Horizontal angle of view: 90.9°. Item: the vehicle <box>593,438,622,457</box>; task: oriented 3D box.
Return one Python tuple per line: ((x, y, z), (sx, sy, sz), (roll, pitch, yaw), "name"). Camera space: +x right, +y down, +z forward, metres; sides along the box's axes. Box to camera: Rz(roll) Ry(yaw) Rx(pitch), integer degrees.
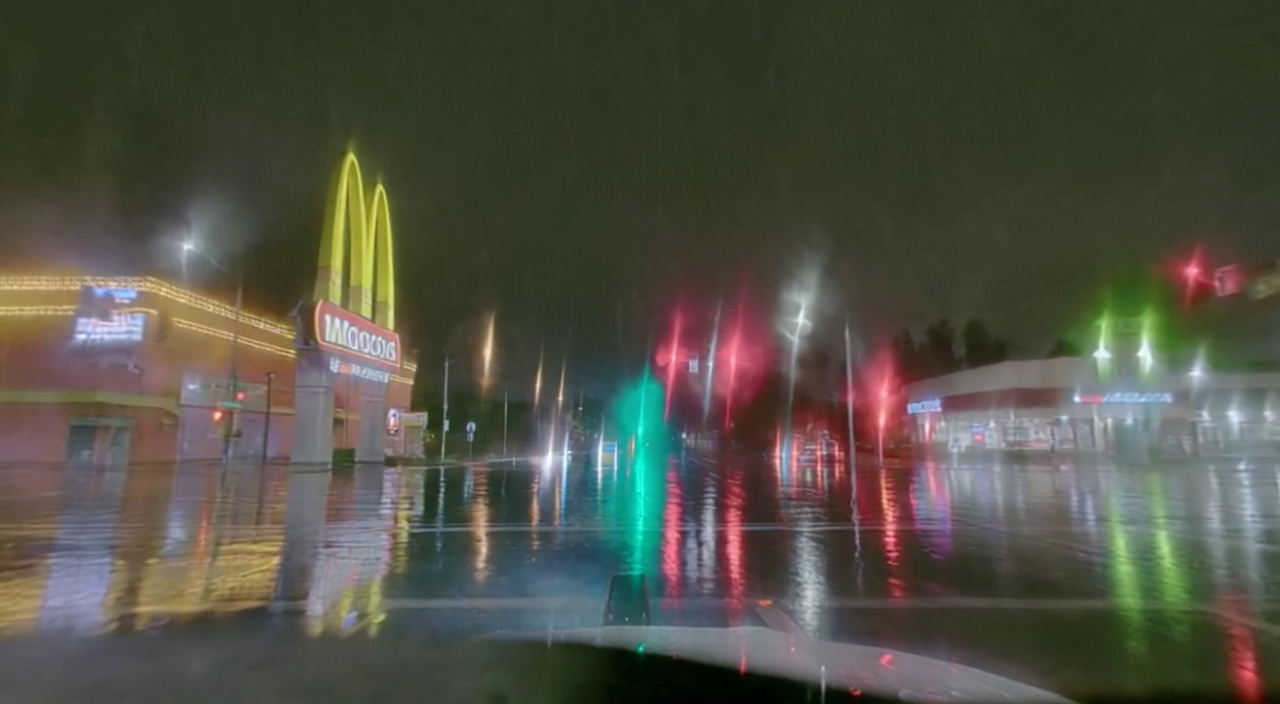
((-2.515, 7.561, 49.961), (2.104, 1.468, 4.195), (0, -8, 0), "vehicle")
